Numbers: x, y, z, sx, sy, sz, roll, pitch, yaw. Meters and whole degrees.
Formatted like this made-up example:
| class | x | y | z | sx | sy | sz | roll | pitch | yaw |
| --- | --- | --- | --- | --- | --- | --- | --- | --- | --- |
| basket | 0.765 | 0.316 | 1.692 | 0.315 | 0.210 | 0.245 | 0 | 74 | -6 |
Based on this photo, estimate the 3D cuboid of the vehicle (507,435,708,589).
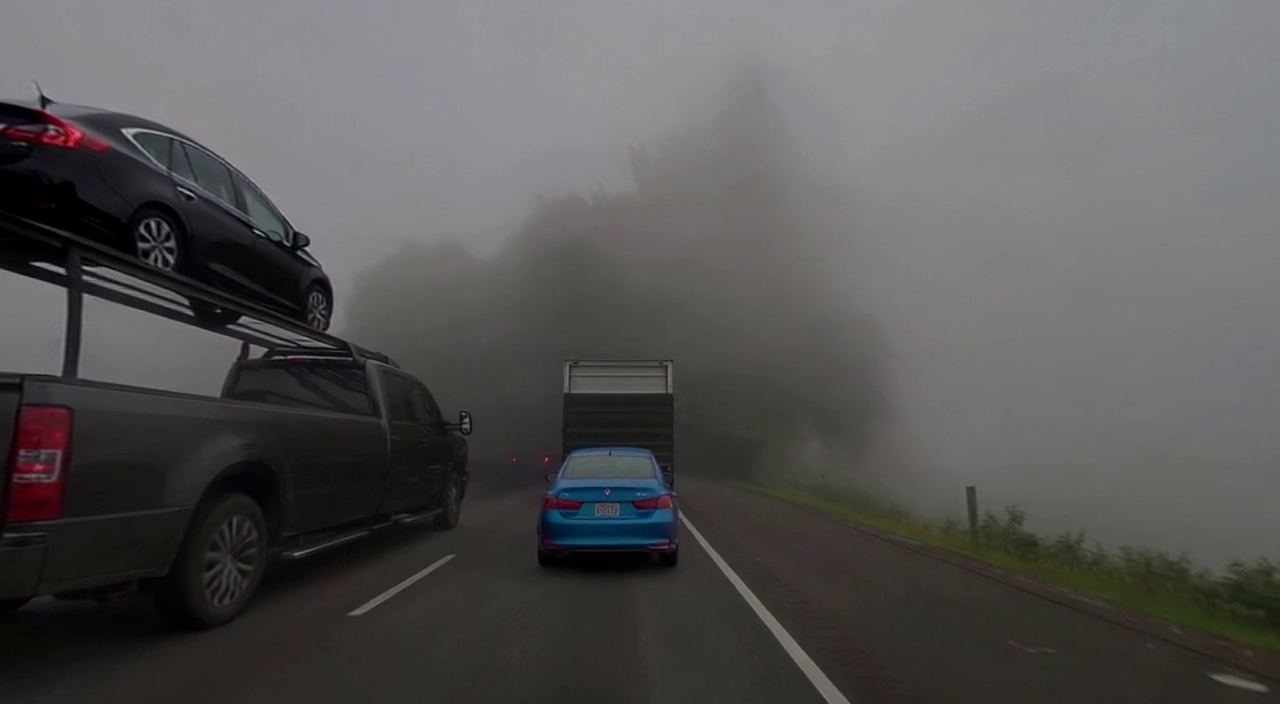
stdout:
| class | x | y | z | sx | sy | sz | roll | pitch | yaw |
| --- | --- | --- | --- | --- | --- | --- | --- | --- | --- |
| vehicle | -0.343 | 1.856 | 8.030 | 1.991 | 1.507 | 3.391 | 0 | -9 | -1 |

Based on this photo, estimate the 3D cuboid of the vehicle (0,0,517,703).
| class | x | y | z | sx | sy | sz | roll | pitch | yaw |
| --- | --- | --- | --- | --- | --- | --- | --- | --- | --- |
| vehicle | -4.610 | 0.754 | 9.217 | 2.836 | 4.059 | 14.286 | 0 | -9 | 0 |
